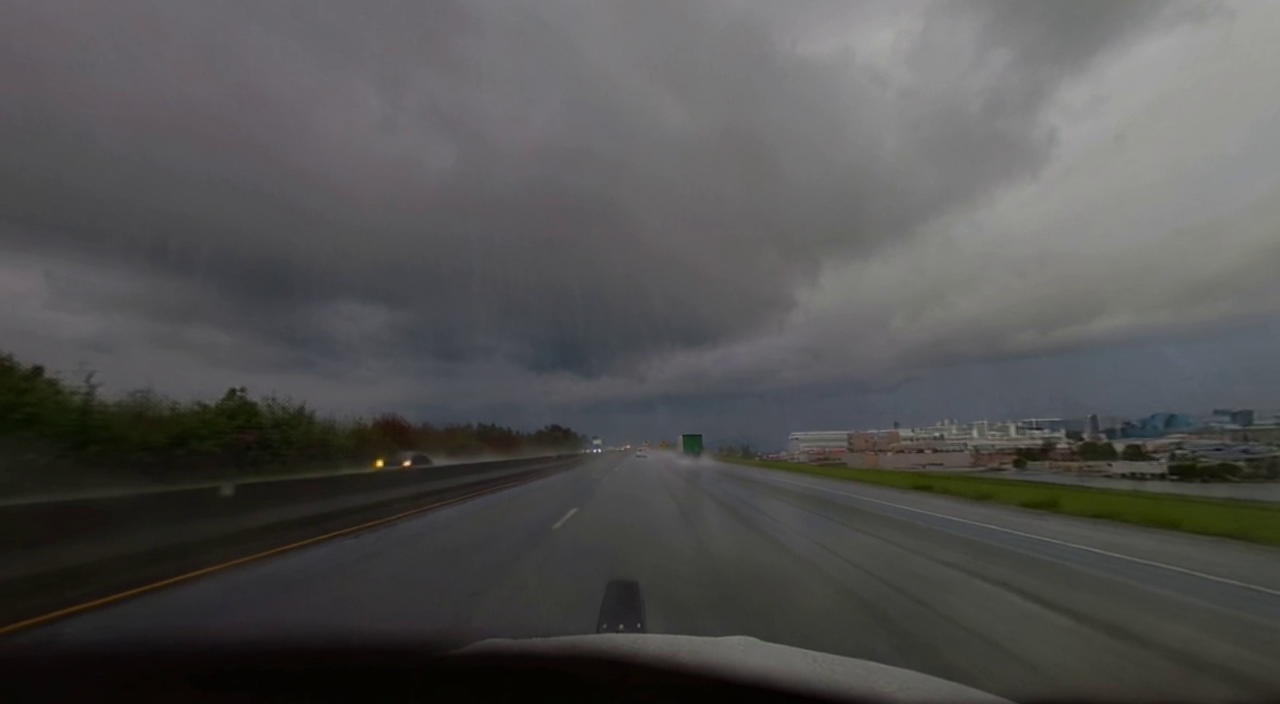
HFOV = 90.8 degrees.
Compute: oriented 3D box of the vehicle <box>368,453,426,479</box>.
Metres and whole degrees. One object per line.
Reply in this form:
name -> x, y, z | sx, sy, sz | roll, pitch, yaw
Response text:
vehicle -> -14.983, 7.025, 39.216 | 1.905, 1.458, 4.181 | 0, -9, 0
